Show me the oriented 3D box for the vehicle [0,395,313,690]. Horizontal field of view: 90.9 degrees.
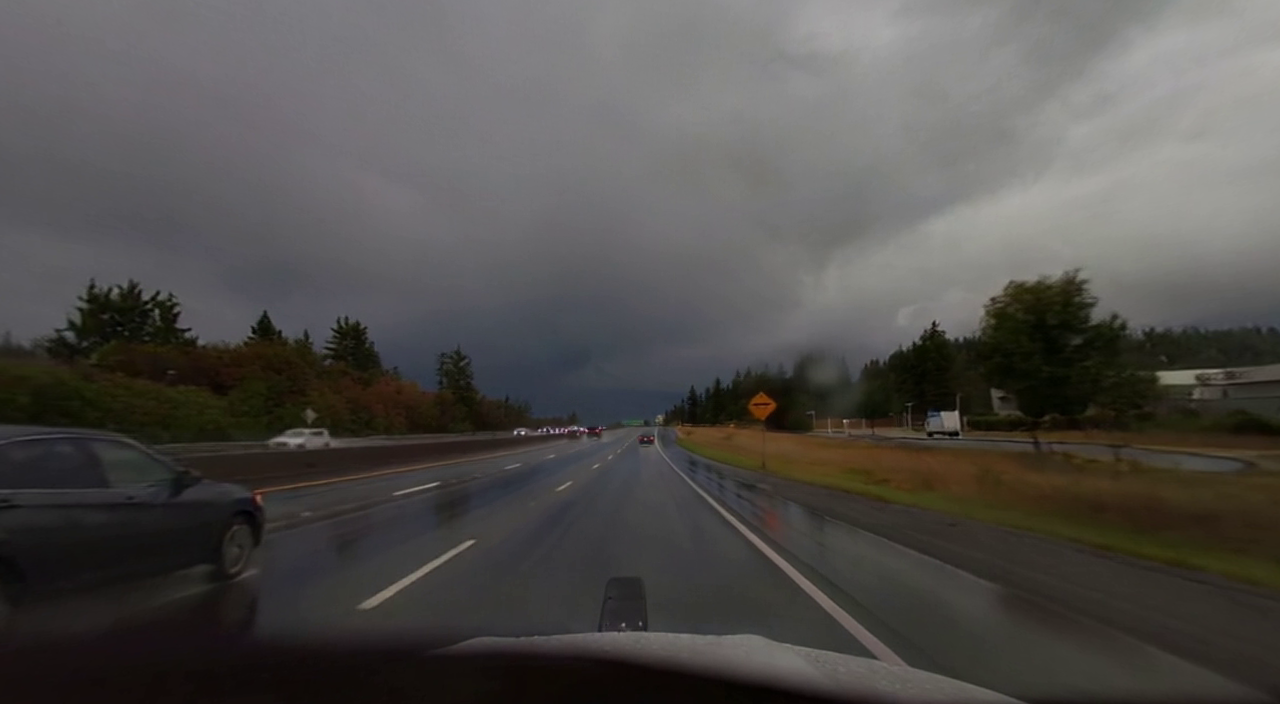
[{"bbox_3d":[-4.445,1.125,4.084,2.071,1.556,4.729,0,-8,1],"label":"vehicle"}]
